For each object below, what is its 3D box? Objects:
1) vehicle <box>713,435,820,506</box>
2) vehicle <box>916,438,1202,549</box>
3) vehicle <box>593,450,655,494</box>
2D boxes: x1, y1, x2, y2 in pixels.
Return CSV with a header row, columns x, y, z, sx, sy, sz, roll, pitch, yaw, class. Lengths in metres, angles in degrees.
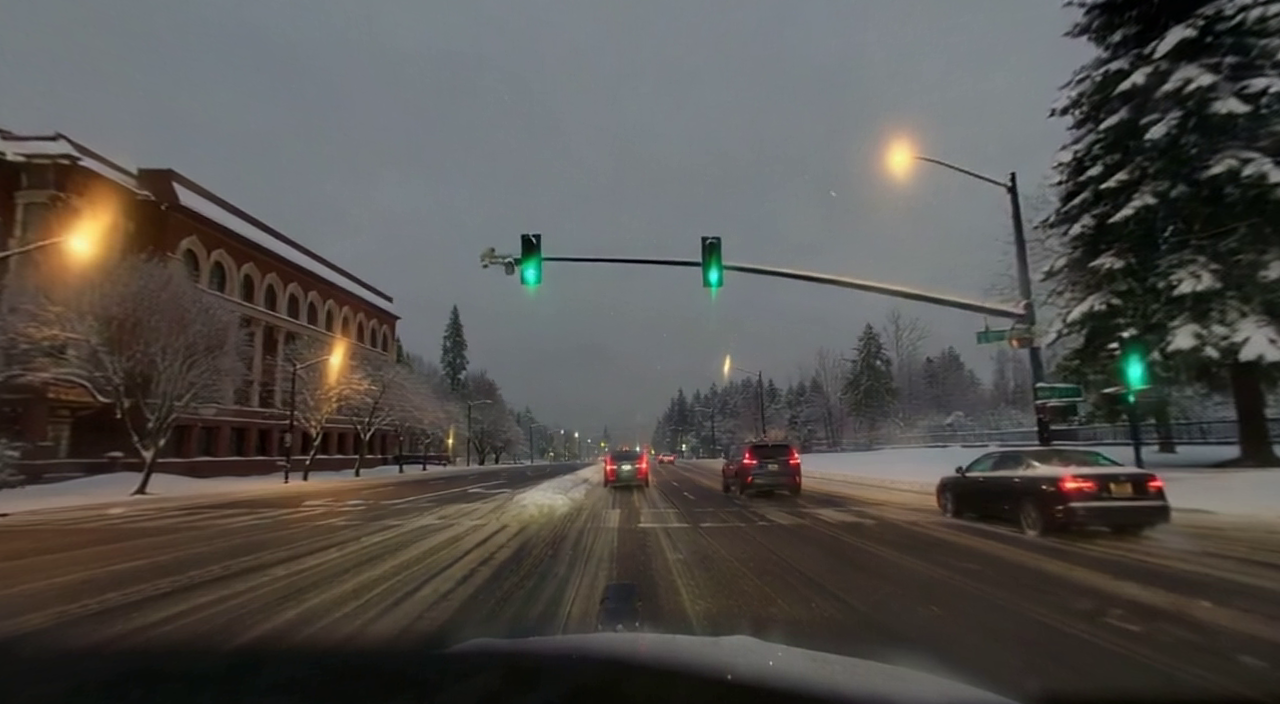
x,y,z,sx,sy,sz,roll,pitch,yaw,class
3.408,3.297,17.989,2.036,1.757,4.300,0,-9,-2,vehicle
6.666,2.263,10.799,1.868,1.472,4.274,0,-9,-1,vehicle
-0.573,4.326,23.167,2.054,1.446,3.969,0,-9,-1,vehicle
